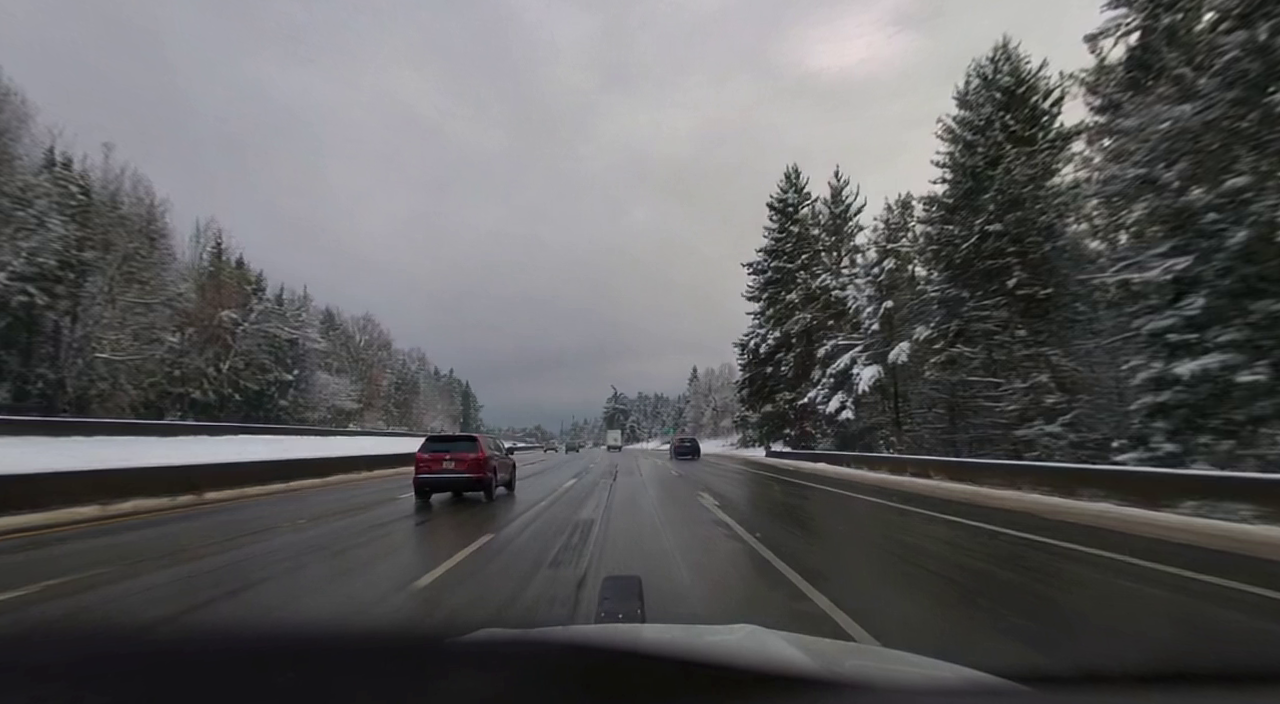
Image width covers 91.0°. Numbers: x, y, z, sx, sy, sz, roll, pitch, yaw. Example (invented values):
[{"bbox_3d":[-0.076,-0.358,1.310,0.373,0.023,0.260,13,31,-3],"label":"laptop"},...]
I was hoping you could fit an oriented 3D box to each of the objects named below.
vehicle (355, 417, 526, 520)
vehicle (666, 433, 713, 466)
[{"bbox_3d":[-3.662,2.234,12.505,2.002,1.680,4.301,0,-9,-1],"label":"vehicle"},{"bbox_3d":[2.671,5.400,34.899,2.053,1.698,4.097,0,-9,-3],"label":"vehicle"}]
